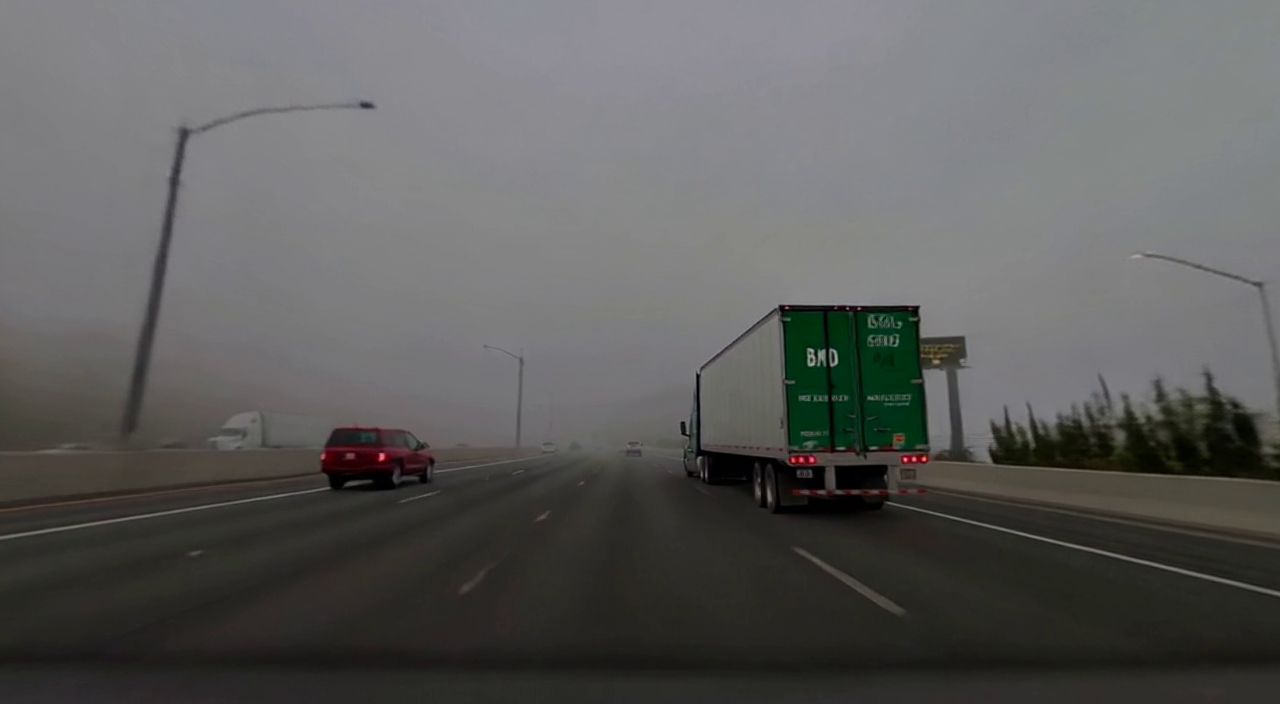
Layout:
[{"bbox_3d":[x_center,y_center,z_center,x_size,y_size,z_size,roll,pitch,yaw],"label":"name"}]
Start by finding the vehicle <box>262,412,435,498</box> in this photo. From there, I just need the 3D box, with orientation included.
[{"bbox_3d":[-7.397,2.688,16.799,2.100,1.905,5.119,0,-8,0],"label":"vehicle"}]

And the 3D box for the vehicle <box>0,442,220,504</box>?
[{"bbox_3d":[-13.912,3.117,16.828,2.067,1.398,4.863,0,-8,1],"label":"vehicle"}]

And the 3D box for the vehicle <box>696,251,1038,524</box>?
[{"bbox_3d":[3.904,1.547,16.603,2.891,3.944,15.051,0,-8,-2],"label":"vehicle"}]
